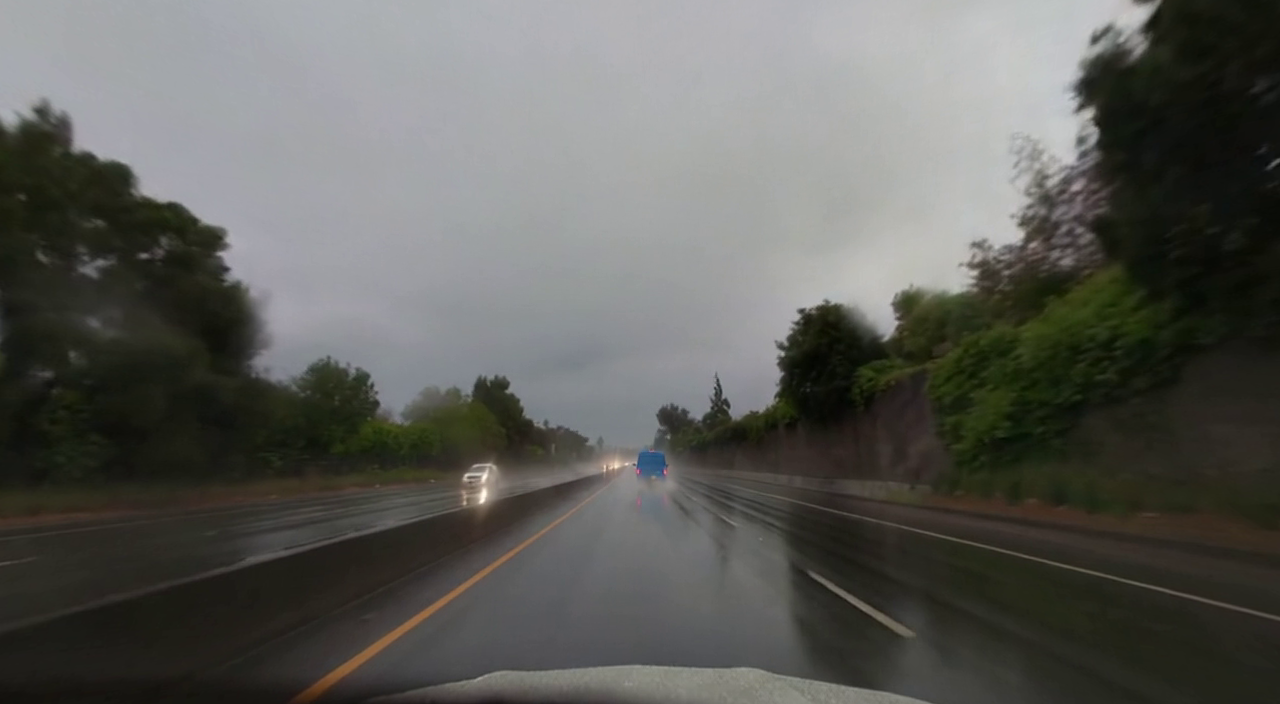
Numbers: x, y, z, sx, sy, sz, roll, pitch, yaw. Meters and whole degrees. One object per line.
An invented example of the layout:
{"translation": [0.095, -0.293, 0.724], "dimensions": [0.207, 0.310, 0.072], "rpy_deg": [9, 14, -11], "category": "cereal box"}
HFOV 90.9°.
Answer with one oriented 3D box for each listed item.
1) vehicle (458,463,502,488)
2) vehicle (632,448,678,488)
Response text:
{"translation": [-11.923, 9.217, 47.260], "dimensions": [2.023, 1.743, 4.528], "rpy_deg": [1, -11, 0], "category": "vehicle"}
{"translation": [0.802, 6.792, 36.843], "dimensions": [2.429, 2.167, 4.558], "rpy_deg": [1, -11, -2], "category": "vehicle"}
